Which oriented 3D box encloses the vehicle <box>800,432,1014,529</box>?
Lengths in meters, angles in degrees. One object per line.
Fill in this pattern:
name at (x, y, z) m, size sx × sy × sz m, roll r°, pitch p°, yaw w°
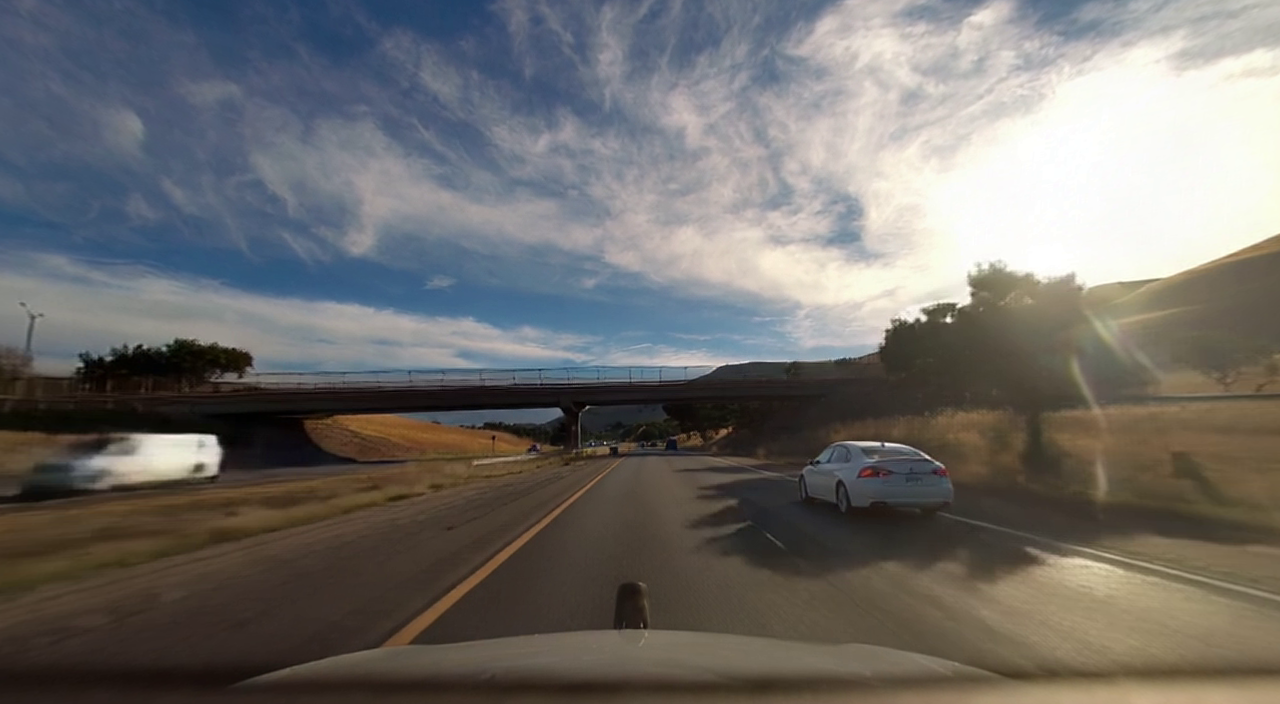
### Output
vehicle at (4.780, 2.348, 12.245) m, size 2.027 × 1.487 × 4.718 m, roll 0°, pitch -8°, yaw -1°
